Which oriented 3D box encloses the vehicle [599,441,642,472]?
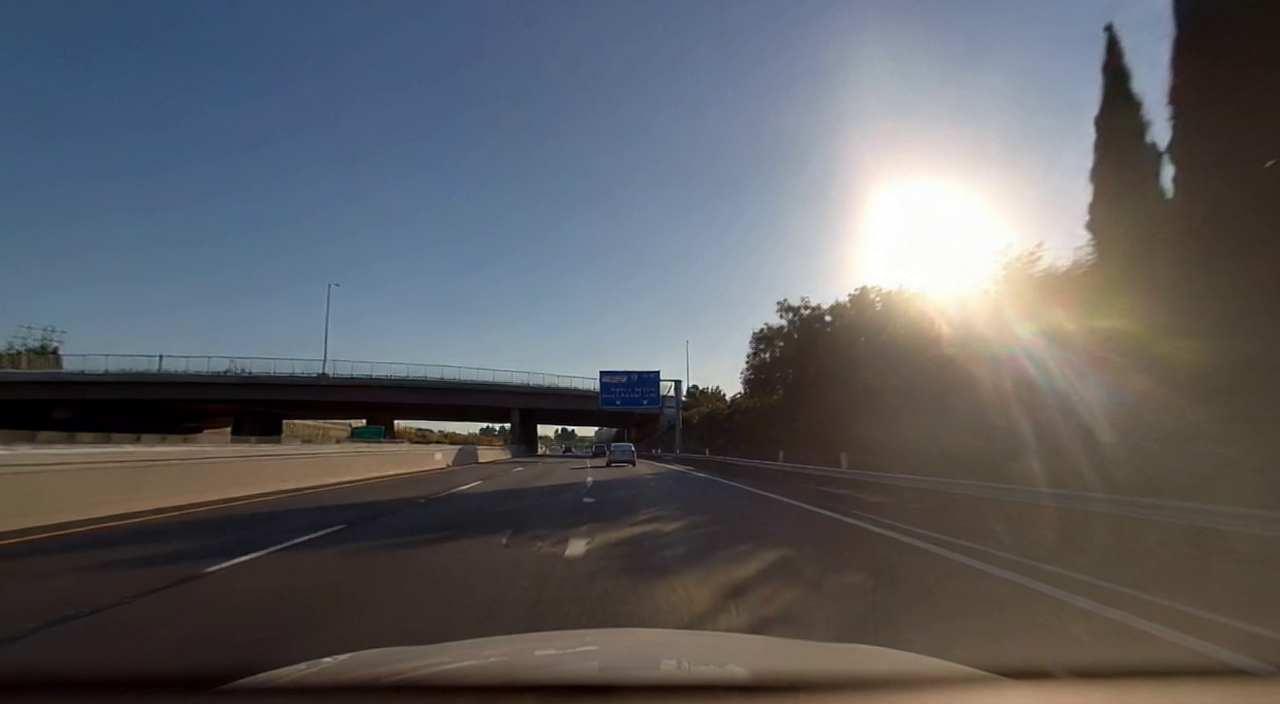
[{"bbox_3d":[-0.952,5.489,33.076,2.055,1.509,4.255,0,-9,1],"label":"vehicle"}]
